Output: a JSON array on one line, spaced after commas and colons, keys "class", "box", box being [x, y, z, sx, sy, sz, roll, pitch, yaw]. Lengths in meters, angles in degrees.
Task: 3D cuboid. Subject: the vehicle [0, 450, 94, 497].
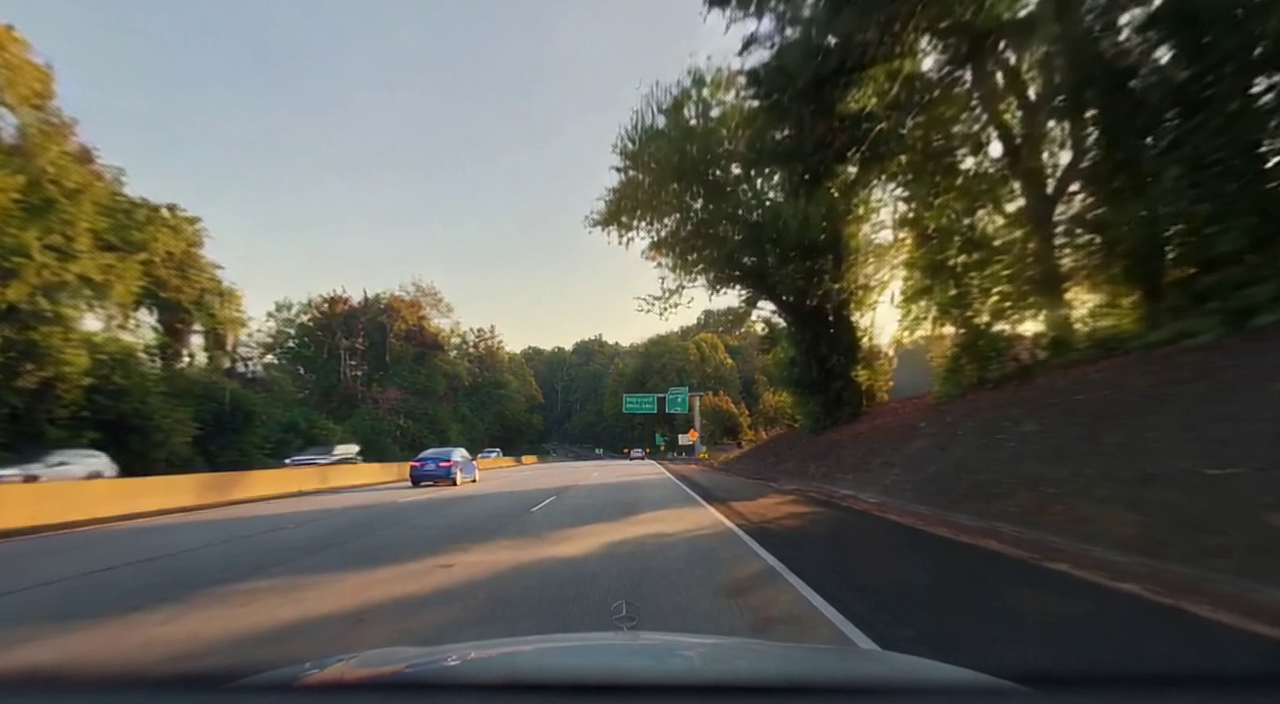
[{"class": "vehicle", "box": [-25.614, 4.833, 25.234, 2.320, 1.776, 5.706, 0, -9, 1]}]

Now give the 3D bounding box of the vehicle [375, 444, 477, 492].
[{"class": "vehicle", "box": [-7.706, 4.198, 23.210, 2.094, 1.579, 4.655, 0, -9, 0]}]

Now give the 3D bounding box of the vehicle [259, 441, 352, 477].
[{"class": "vehicle", "box": [-18.065, 5.774, 34.365, 2.055, 1.803, 5.315, 0, -9, 1]}]
